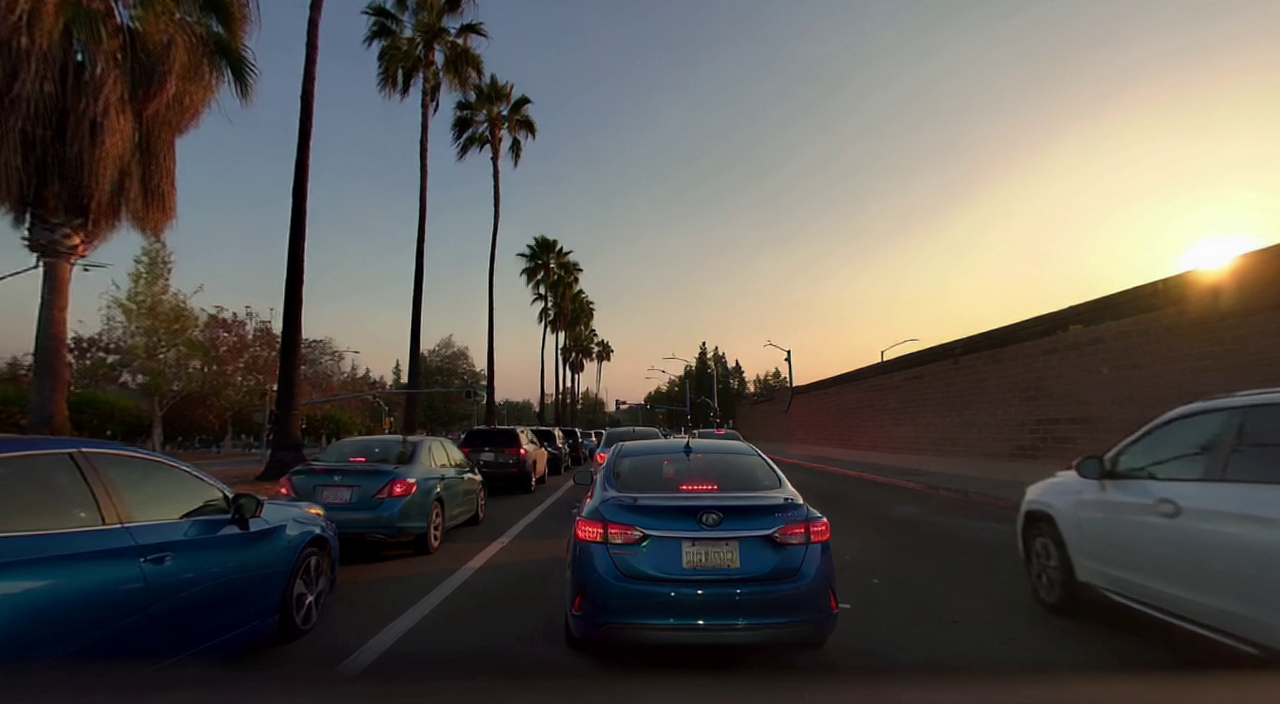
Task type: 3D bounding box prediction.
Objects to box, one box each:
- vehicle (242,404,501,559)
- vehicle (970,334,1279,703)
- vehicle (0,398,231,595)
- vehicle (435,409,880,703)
[{"bbox_3d":[-3.517,1.775,9.283,2.055,1.746,4.136,0,-8,-2],"label":"vehicle"},{"bbox_3d":[3.532,0.937,3.092,2.112,1.717,4.432,-2,-9,11],"label":"vehicle"},{"bbox_3d":[-6.671,1.406,6.395,1.963,1.721,4.662,0,-8,-2],"label":"vehicle"},{"bbox_3d":[0.047,1.336,5.203,2.128,1.473,4.272,0,-8,-1],"label":"vehicle"}]
